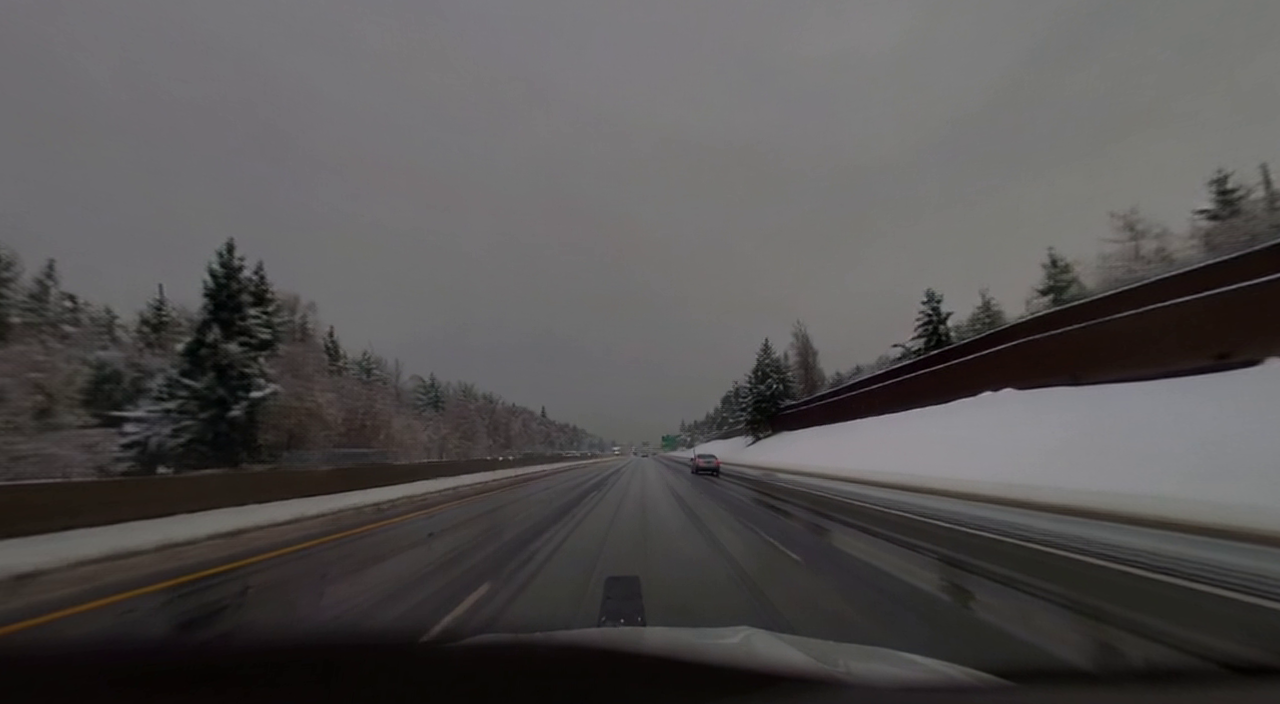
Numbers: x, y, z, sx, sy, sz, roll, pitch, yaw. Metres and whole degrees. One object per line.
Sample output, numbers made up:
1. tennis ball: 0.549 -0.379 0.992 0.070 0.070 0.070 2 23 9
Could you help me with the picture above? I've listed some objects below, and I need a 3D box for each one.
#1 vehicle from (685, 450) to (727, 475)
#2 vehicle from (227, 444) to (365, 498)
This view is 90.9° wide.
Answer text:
1. vehicle: 3.836 6.499 37.338 2.065 1.400 4.028 0 -9 0
2. vehicle: -10.626 3.678 19.902 1.883 1.512 4.306 0 -9 0
